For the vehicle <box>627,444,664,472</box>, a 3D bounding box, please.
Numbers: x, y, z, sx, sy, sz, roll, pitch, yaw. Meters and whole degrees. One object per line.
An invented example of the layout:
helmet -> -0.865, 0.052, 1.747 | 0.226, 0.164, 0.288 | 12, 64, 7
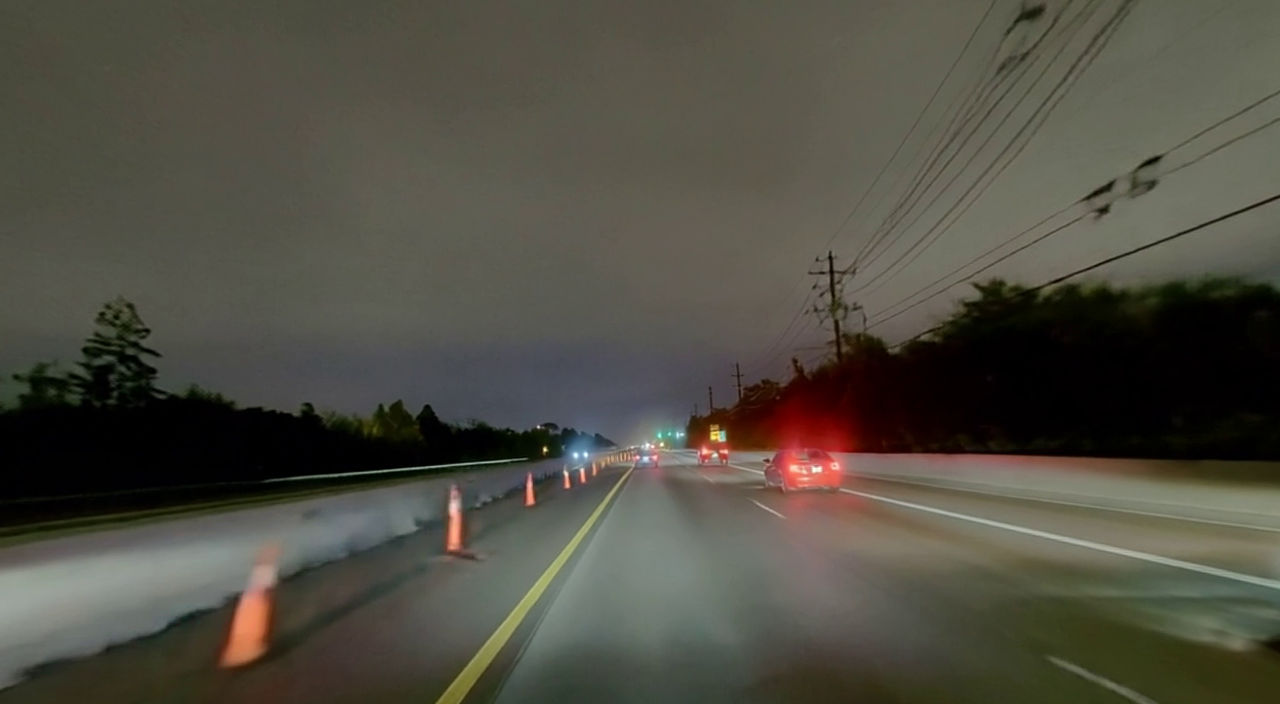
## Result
vehicle -> 0.353, 6.381, 38.184 | 2.096, 1.583, 4.150 | 0, -8, 1

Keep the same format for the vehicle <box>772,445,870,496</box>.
vehicle -> 5.501, 3.632, 19.769 | 1.881, 1.409, 4.016 | 0, -8, 0
